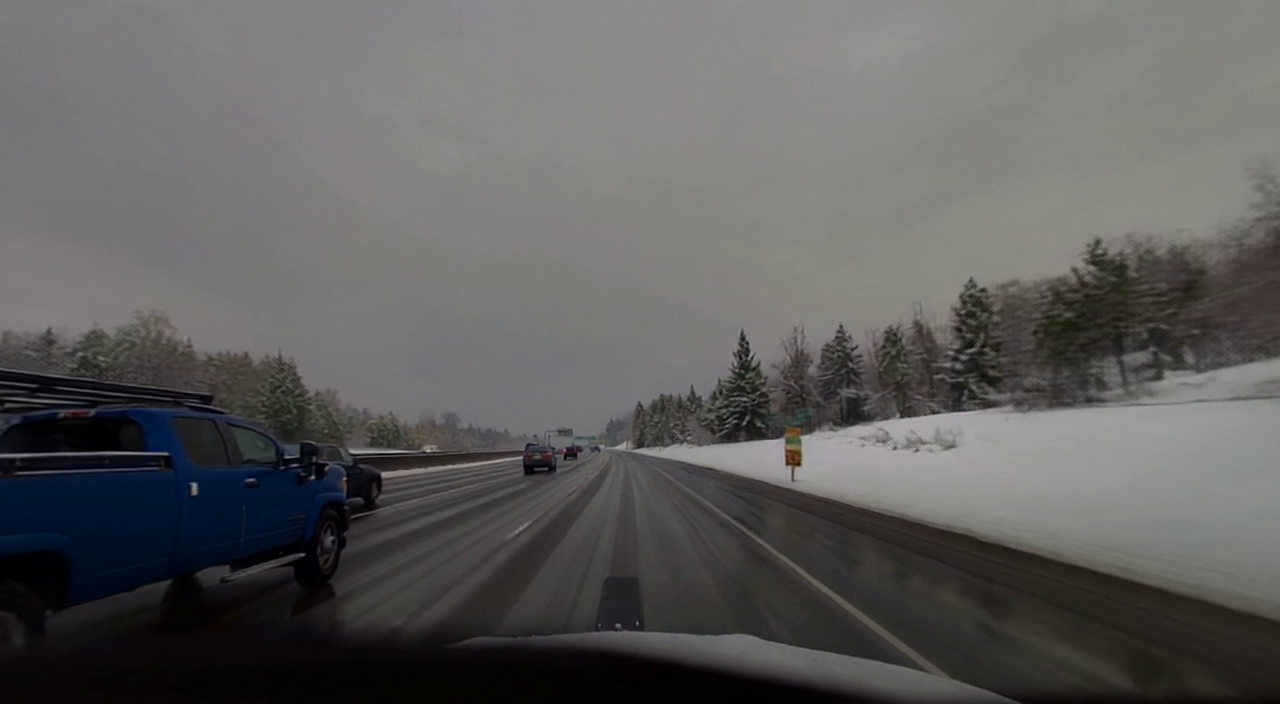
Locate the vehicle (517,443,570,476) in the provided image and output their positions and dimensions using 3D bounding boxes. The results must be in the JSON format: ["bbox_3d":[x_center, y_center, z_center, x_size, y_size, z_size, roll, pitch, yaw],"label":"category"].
[{"bbox_3d":[-4.751,5.370,31.687,2.012,1.509,4.359,0,-9,-1],"label":"vehicle"}]

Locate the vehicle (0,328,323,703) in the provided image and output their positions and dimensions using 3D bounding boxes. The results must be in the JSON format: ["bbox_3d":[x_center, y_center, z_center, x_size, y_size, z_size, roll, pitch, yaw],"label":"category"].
[{"bbox_3d":[-3.822,0.820,2.725,2.200,1.807,5.041,0,-9,1],"label":"vehicle"}]
